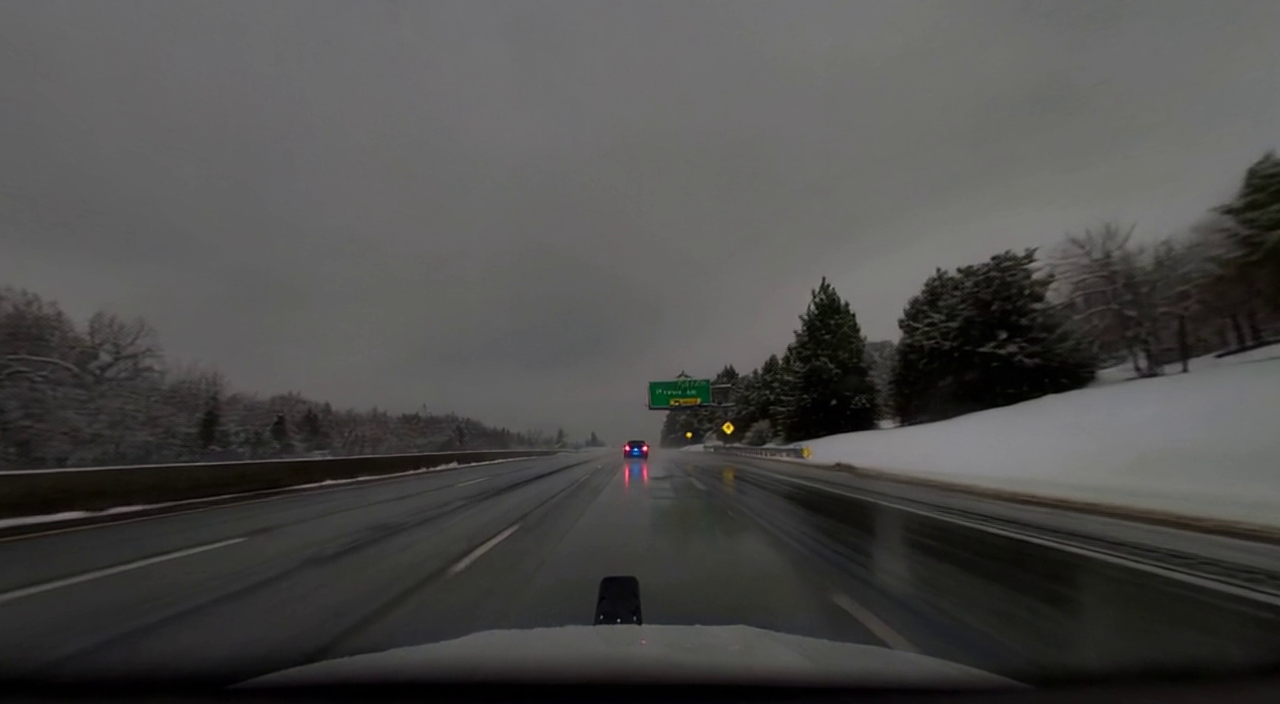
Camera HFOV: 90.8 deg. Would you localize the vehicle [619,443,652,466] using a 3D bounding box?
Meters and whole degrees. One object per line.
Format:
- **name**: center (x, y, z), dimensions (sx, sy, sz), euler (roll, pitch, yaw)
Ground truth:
- **vehicle**: center (-0.331, 6.886, 42.621), dimensions (2.080, 1.468, 3.884), euler (0, -8, -1)
